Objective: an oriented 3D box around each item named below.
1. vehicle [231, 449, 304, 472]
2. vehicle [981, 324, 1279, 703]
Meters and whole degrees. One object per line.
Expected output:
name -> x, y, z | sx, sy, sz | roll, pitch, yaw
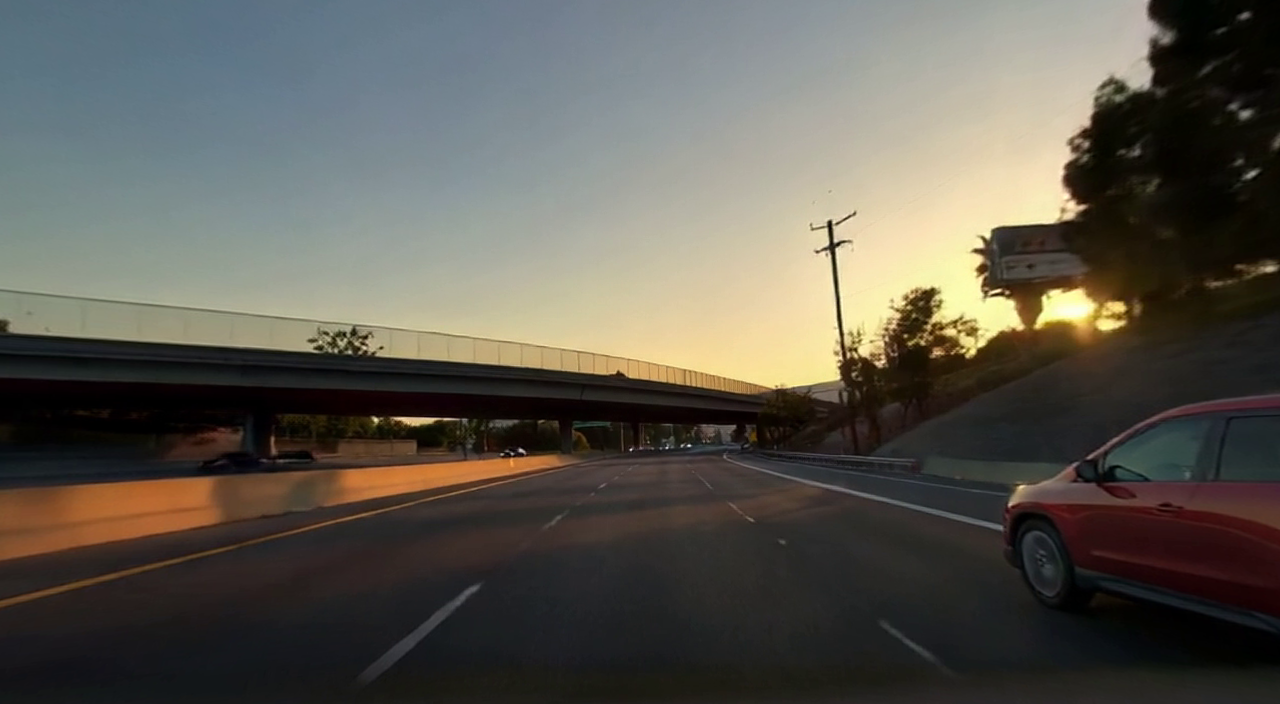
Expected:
vehicle -> -26.173, 7.614, 44.531 | 1.880, 1.478, 4.739 | -1, -8, 7
vehicle -> 3.729, 0.761, 2.724 | 2.019, 1.732, 4.579 | 0, -8, 2
